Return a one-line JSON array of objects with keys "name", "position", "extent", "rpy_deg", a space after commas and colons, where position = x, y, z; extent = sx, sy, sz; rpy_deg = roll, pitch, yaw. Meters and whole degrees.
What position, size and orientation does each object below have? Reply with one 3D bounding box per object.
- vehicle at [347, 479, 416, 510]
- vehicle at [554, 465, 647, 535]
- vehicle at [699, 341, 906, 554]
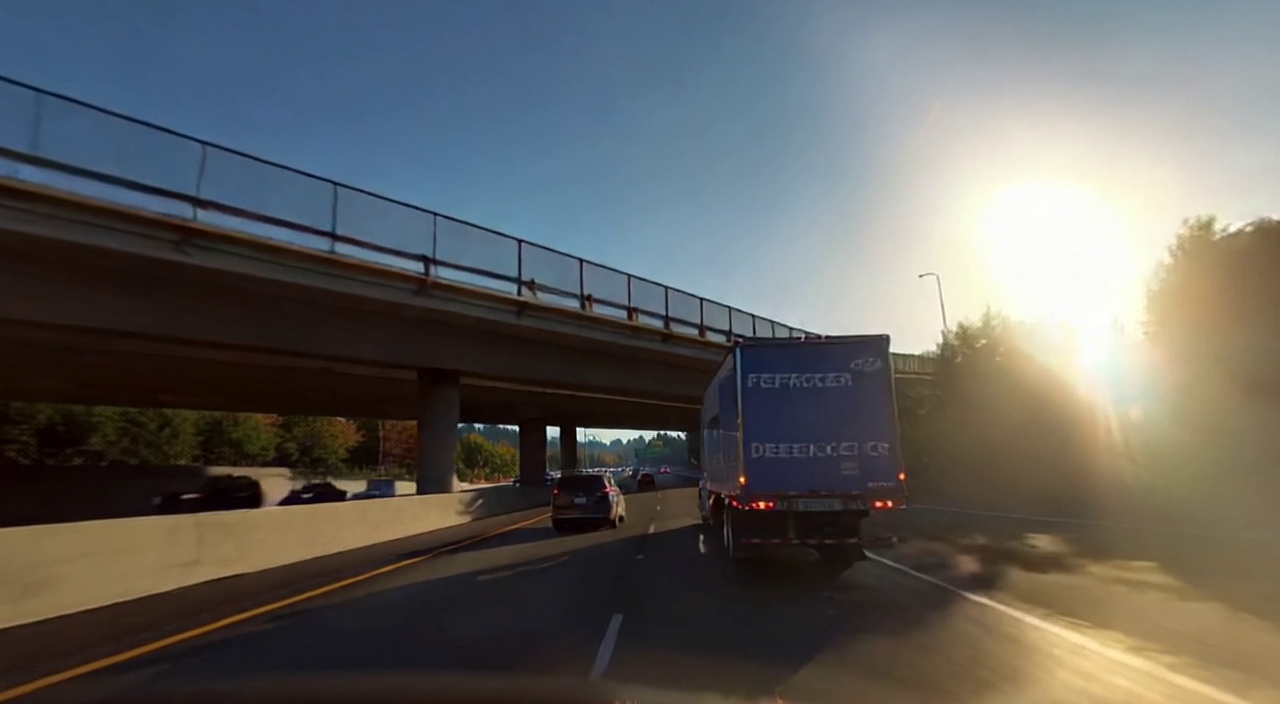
[{"name": "vehicle", "position": [-13.932, 7.668, 34.170], "extent": [1.788, 1.465, 4.145], "rpy_deg": [0, -11, 3]}, {"name": "vehicle", "position": [-0.949, 4.099, 17.977], "extent": [2.124, 1.653, 4.857], "rpy_deg": [0, -10, 3]}, {"name": "vehicle", "position": [3.342, 2.544, 16.149], "extent": [2.980, 3.834, 9.423], "rpy_deg": [0, -10, 1]}]
